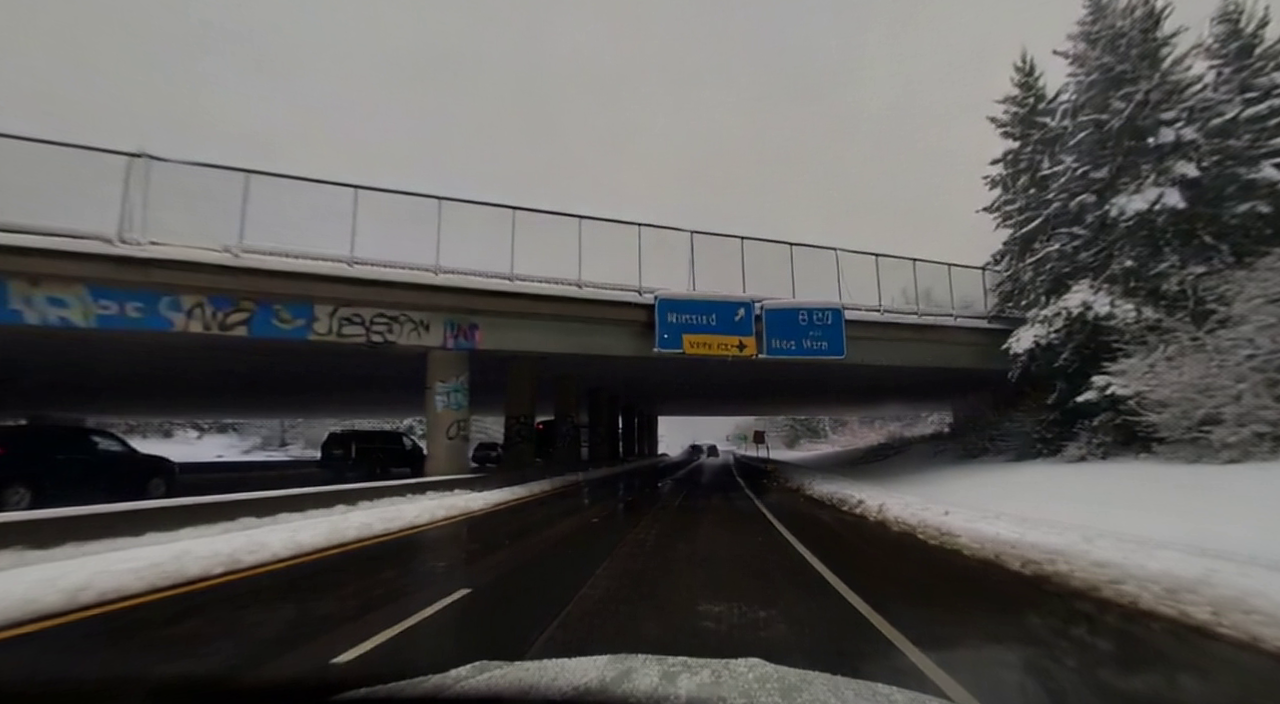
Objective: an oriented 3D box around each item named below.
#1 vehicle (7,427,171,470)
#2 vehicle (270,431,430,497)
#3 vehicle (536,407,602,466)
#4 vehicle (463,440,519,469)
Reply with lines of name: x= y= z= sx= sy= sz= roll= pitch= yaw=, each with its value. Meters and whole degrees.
vehicle: x=-20.404 y=3.621 z=23.694 sx=1.833 sy=1.452 sz=4.450 roll=-1 pitch=-9 yaw=7
vehicle: x=-8.012 y=3.124 z=18.033 sx=1.979 sy=1.600 sz=4.516 roll=-1 pitch=-8 yaw=7
vehicle: x=-5.088 y=6.389 z=47.425 sx=2.942 sy=3.975 sz=9.515 roll=-1 pitch=-8 yaw=6
vehicle: x=-9.497 y=6.548 z=40.598 sx=1.962 sy=1.731 sz=4.523 roll=-1 pitch=-8 yaw=7
